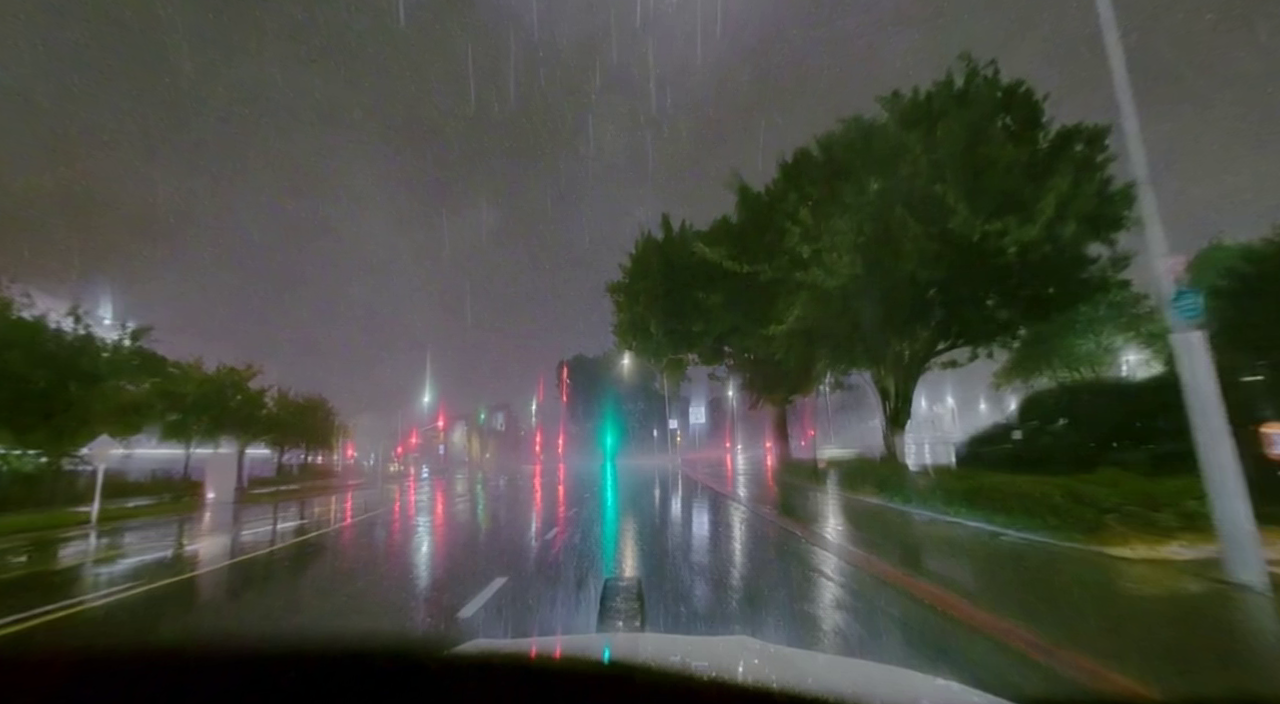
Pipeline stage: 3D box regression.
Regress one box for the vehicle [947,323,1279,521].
[{"bbox_3d":[7.521,1.059,8.872,2.530,2.076,5.768,2,-9,-14],"label":"vehicle"}]
